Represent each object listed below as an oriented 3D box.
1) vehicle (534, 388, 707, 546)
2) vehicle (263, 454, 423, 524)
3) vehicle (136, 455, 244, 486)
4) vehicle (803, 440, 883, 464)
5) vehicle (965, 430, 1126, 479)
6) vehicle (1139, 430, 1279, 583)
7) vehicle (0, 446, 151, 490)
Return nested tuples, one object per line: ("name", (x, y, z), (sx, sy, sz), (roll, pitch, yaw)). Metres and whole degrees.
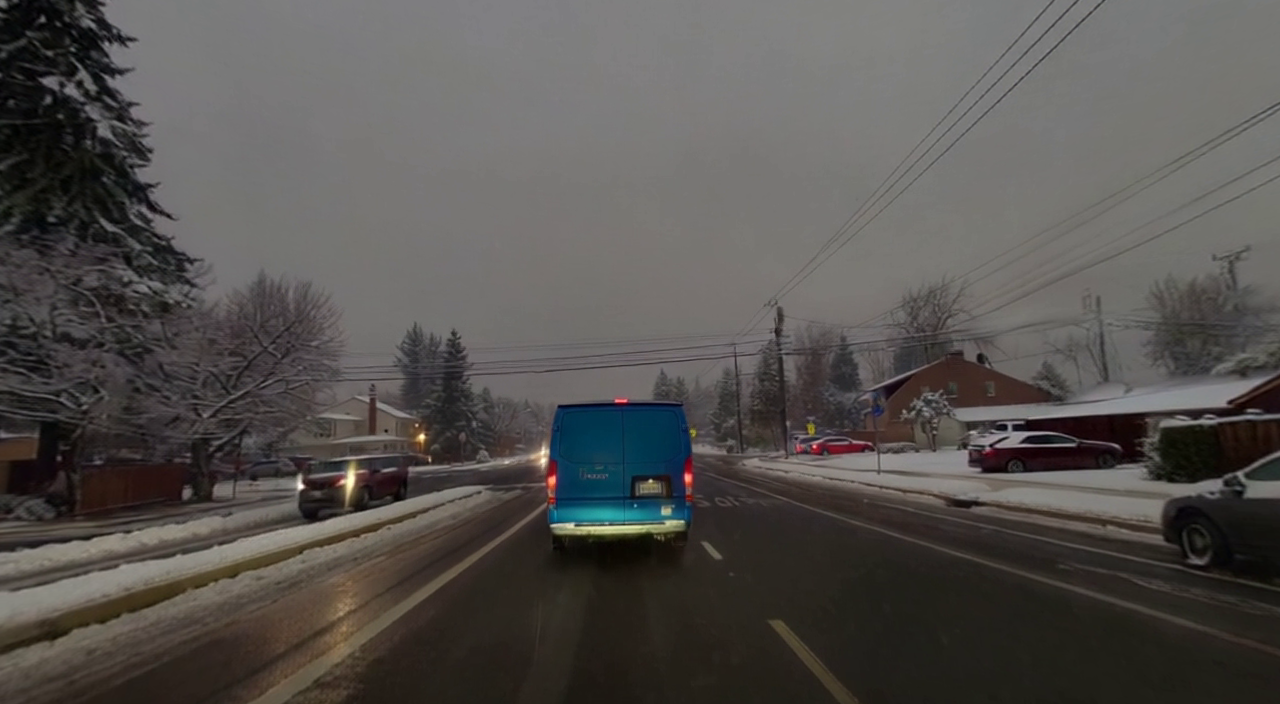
("vehicle", (-0.353, 1.925, 11.089), (2.342, 2.142, 4.809), (0, -9, -2))
("vehicle", (-7.340, 3.400, 16.230), (1.962, 1.481, 4.434), (0, -9, 0))
("vehicle", (-27.481, 7.233, 38.692), (4.972, 1.776, 2.057), (0, -9, -1))
("vehicle", (13.100, 6.451, 40.914), (4.483, 1.463, 1.805), (0, -9, -1))
("vehicle", (13.134, 3.338, 20.647), (3.916, 1.517, 1.887), (0, -9, -2))
("vehicle", (7.336, 1.465, 5.833), (1.883, 1.504, 4.220), (0, -9, -2))
("vehicle", (-26.939, 5.523, 30.299), (5.026, 2.017, 2.215), (0, -9, -1))
